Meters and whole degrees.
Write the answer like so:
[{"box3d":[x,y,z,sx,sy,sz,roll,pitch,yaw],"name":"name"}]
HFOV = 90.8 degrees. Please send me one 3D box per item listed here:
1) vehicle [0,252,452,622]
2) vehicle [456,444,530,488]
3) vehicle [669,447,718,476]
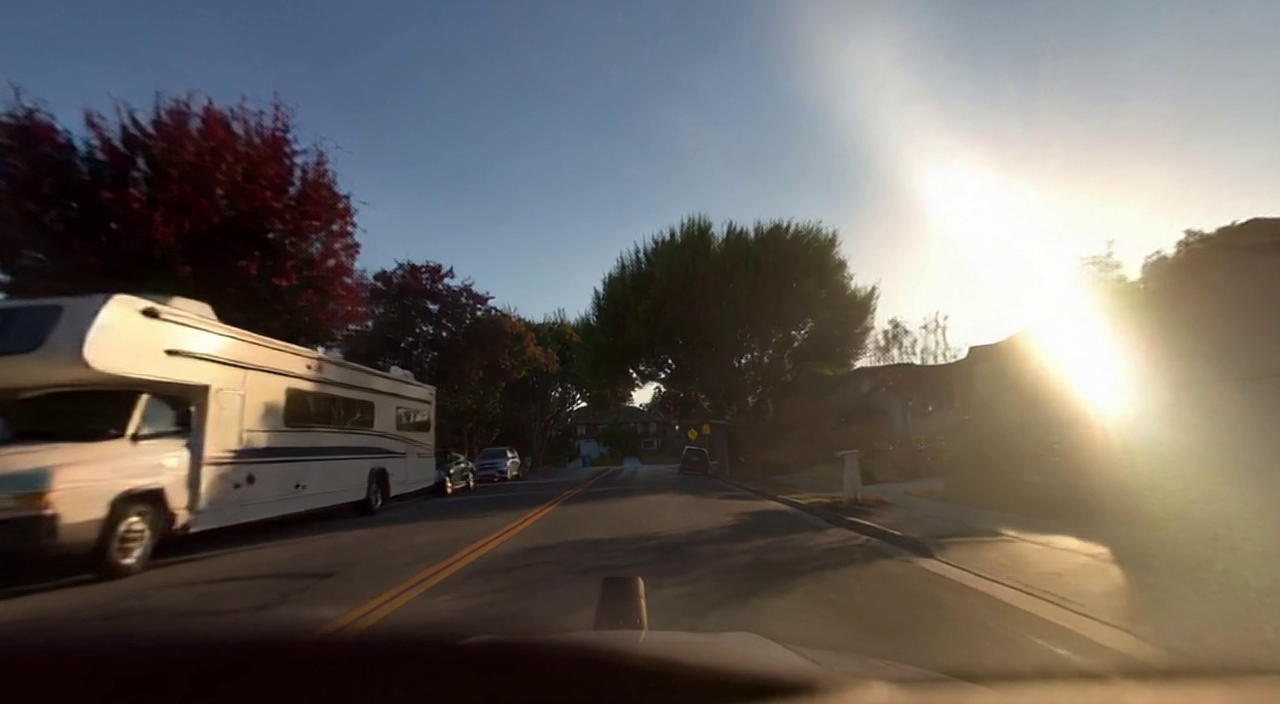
[{"box3d":[-6.917,1.712,11.839,3.103,3.479,11.801,-1,-9,0],"name":"vehicle"},{"box3d":[-6.982,5.422,30.608,2.225,1.817,5.731,-3,-8,0],"name":"vehicle"},{"box3d":[2.912,6.046,35.305,2.167,1.479,4.597,0,-8,-2],"name":"vehicle"}]
